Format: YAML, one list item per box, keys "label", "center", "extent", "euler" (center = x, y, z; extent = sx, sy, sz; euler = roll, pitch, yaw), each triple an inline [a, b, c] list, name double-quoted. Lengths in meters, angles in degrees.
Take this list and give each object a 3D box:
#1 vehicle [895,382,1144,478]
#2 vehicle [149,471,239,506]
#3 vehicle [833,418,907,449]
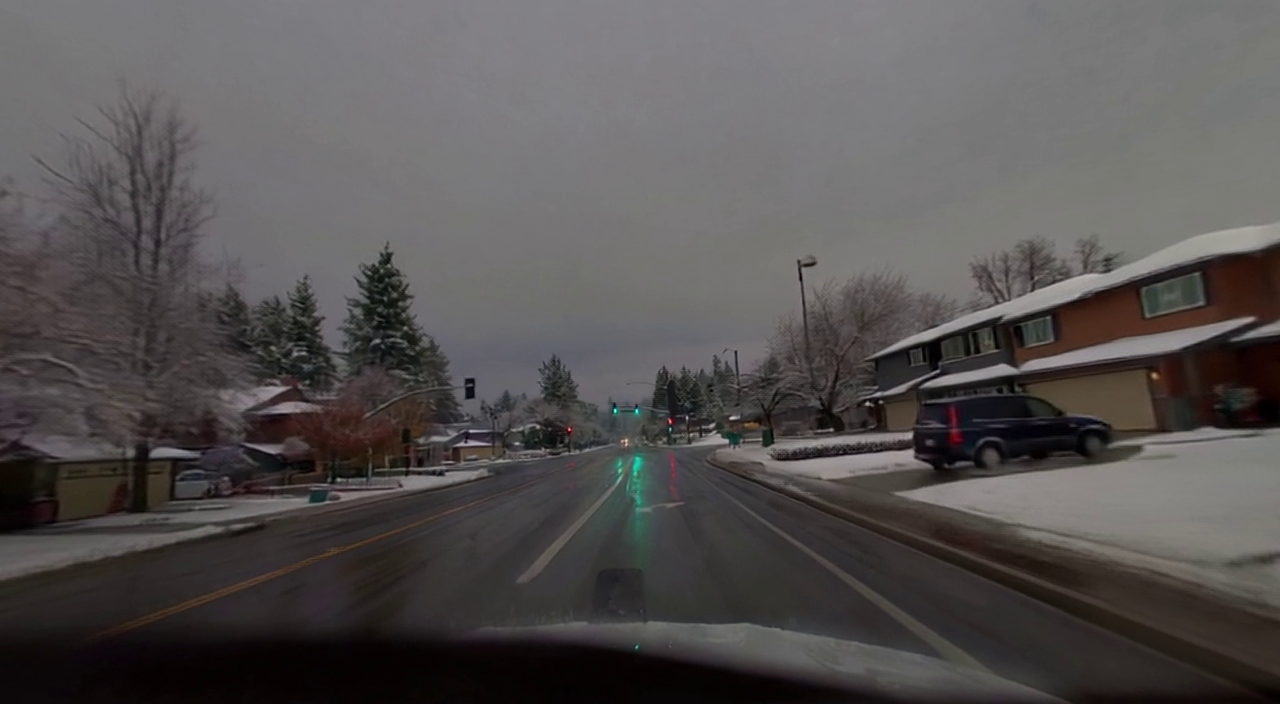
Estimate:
- label: "vehicle"
  center: [8.235, 1.721, 13.724]
  extent: [4.636, 1.823, 1.997]
  euler: [2, -9, -18]
- label: "vehicle"
  center: [-22.423, 6.842, 31.745]
  extent: [1.847, 1.461, 3.659]
  euler: [0, -8, 0]
- label: "vehicle"
  center: [14.696, 5.250, 40.254]
  extent: [3.917, 1.454, 1.725]
  euler: [-7, -8, 0]
